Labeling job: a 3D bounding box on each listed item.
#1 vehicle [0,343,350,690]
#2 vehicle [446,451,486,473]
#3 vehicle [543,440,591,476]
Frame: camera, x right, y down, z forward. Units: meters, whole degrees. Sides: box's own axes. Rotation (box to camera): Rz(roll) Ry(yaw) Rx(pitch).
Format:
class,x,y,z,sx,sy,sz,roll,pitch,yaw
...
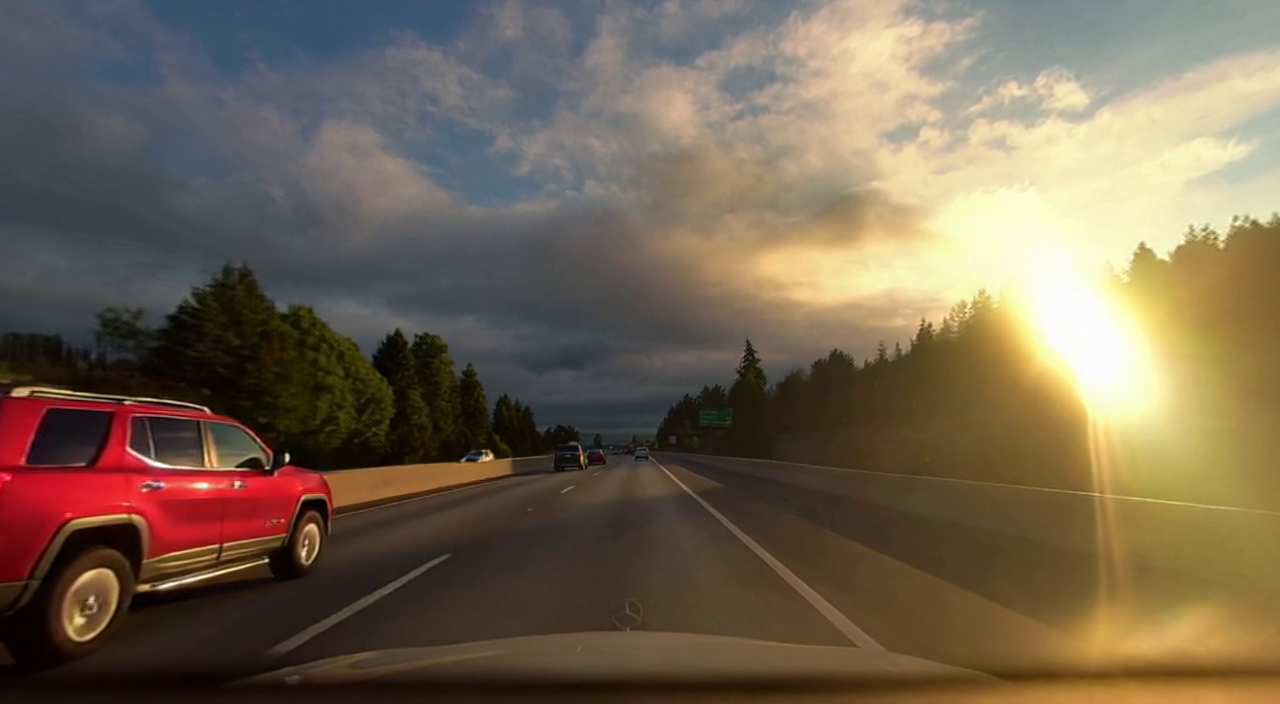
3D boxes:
class,x,y,z,sx,sy,sz,roll,pitch,yaw
vehicle,-4.655,1.207,5.325,2.102,1.941,4.703,0,-9,1
vehicle,-13.053,8.291,47.560,1.841,1.517,4.455,0,-9,-1
vehicle,-3.918,5.809,34.603,2.056,1.811,4.202,-1,-9,1
